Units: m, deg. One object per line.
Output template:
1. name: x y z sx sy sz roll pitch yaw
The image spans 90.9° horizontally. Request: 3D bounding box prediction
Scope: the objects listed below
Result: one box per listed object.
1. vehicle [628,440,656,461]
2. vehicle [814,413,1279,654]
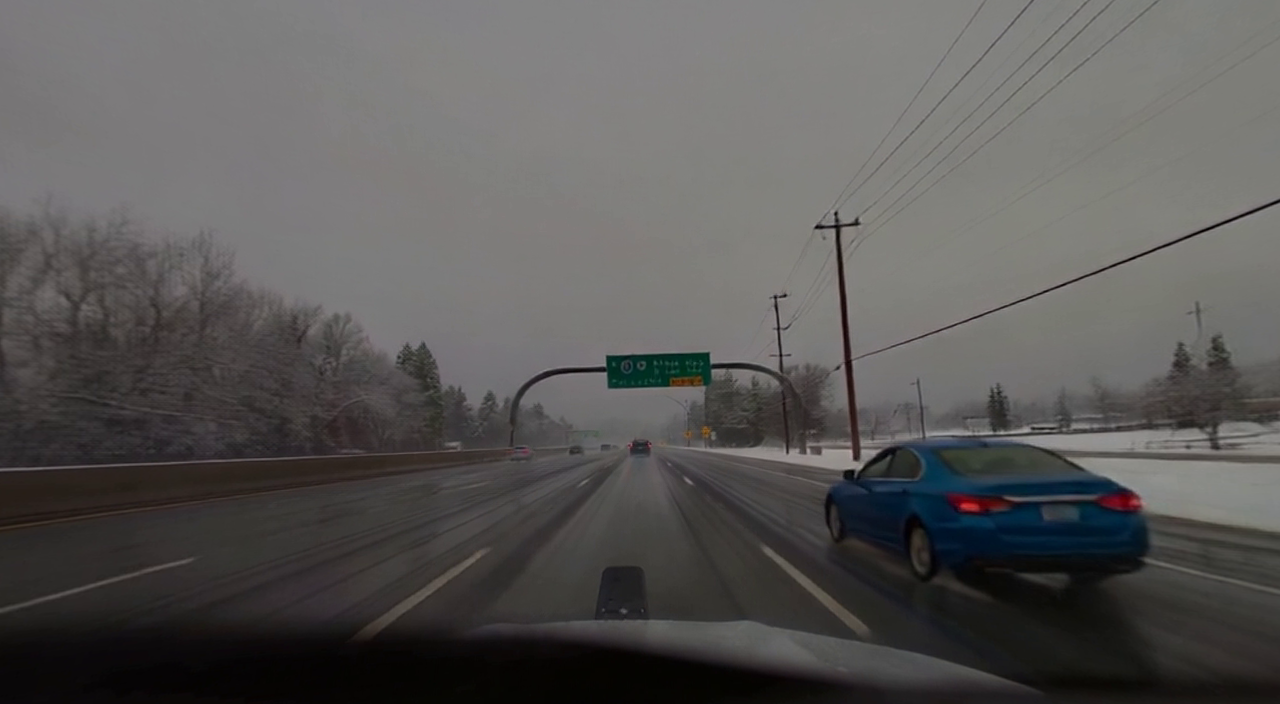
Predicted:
1. vehicle: 0.122 7.422 47.555 2.036 1.474 3.969 0 -8 0
2. vehicle: 3.421 1.486 6.309 2.060 1.526 4.387 0 -8 0
